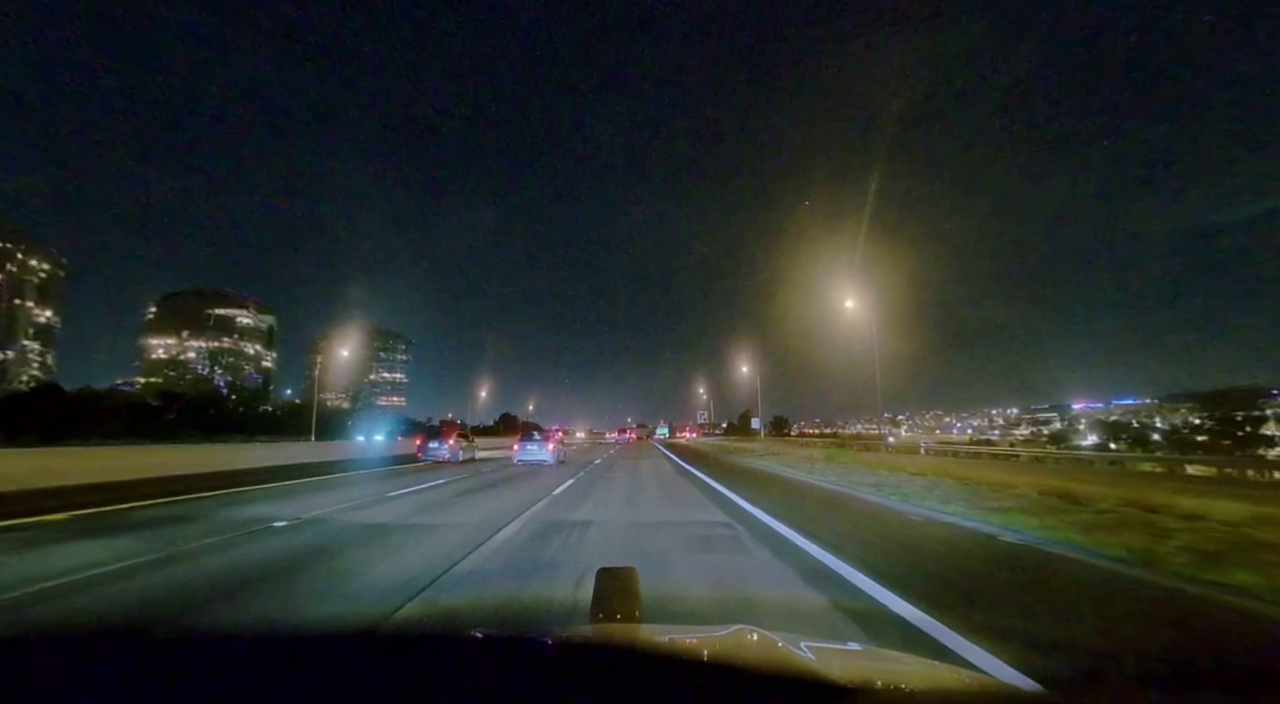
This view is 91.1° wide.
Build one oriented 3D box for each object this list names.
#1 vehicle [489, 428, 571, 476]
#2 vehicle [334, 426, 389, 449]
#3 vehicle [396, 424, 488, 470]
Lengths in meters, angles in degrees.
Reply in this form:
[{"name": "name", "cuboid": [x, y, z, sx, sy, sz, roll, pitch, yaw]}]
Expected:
[{"name": "vehicle", "cuboid": [-3.732, 3.448, 22.095, 1.996, 1.490, 4.571, 0, -8, 1]}, {"name": "vehicle", "cuboid": [-20.796, 6.416, 47.182, 1.837, 1.642, 4.843, 0, -8, 1]}, {"name": "vehicle", "cuboid": [-7.415, 3.602, 24.063, 1.985, 1.575, 4.453, 0, -8, 1]}]
